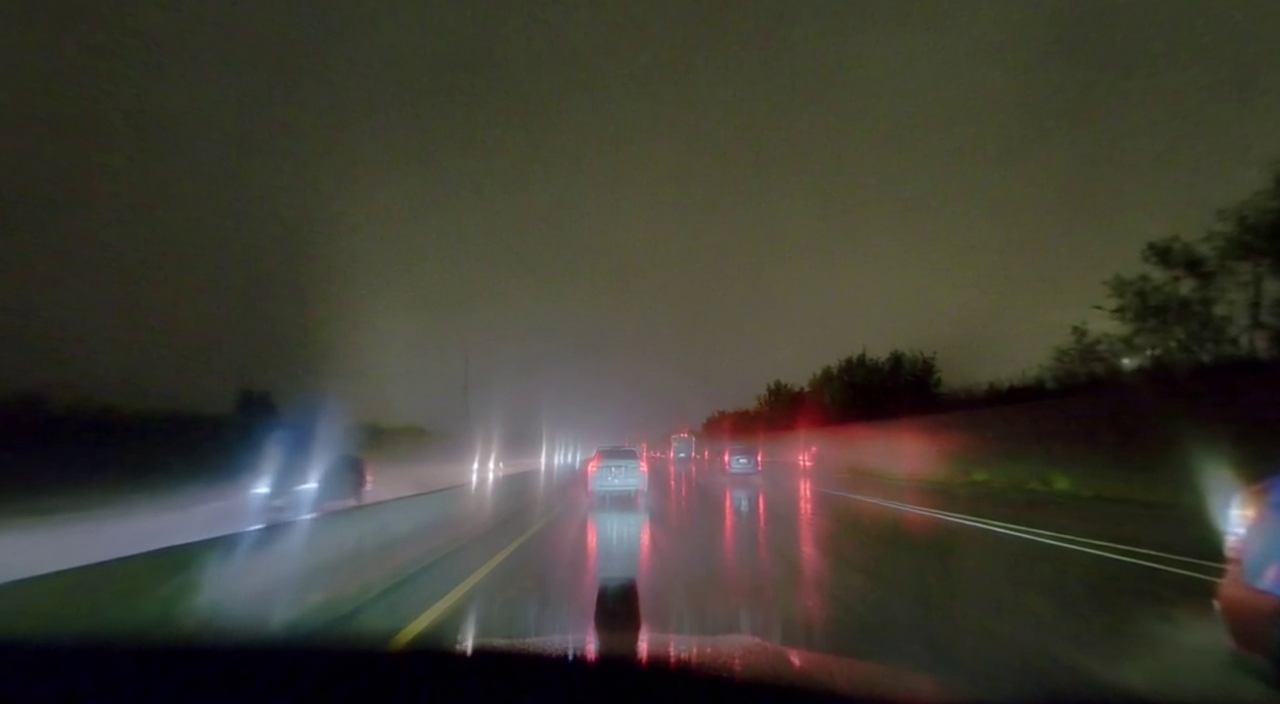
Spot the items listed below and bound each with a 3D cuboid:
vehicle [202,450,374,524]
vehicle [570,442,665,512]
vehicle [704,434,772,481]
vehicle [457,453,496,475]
[{"bbox_3d":[-8.382,3.206,15.454,1.867,1.515,4.107,0,-9,0],"label":"vehicle"},{"bbox_3d":[-0.484,2.987,15.419,2.029,1.483,3.769,0,-9,0],"label":"vehicle"},{"bbox_3d":[4.382,4.801,28.780,2.261,1.952,4.784,0,-9,-1],"label":"vehicle"},{"bbox_3d":[-12.510,8.554,48.120,1.823,1.539,4.087,0,-9,1],"label":"vehicle"}]
